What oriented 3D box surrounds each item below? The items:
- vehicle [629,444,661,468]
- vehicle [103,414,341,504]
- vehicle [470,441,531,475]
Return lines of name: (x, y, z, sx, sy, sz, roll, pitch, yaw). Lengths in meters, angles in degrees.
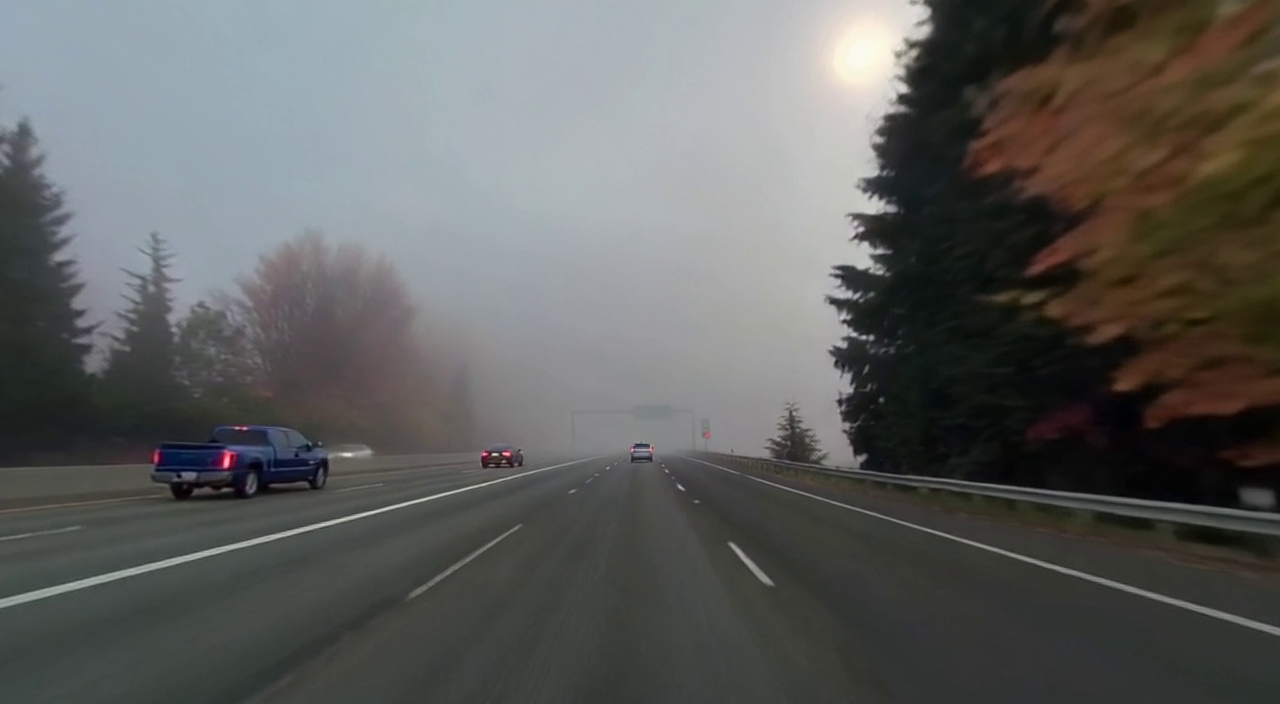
vehicle: (0.335, 6.788, 41.381, 1.984, 1.471, 4.202, 0, -8, 1)
vehicle: (-10.771, 2.819, 17.076, 2.347, 1.984, 5.778, 0, -8, 2)
vehicle: (-6.682, 5.130, 30.708, 1.919, 1.499, 4.234, 0, -8, 1)
